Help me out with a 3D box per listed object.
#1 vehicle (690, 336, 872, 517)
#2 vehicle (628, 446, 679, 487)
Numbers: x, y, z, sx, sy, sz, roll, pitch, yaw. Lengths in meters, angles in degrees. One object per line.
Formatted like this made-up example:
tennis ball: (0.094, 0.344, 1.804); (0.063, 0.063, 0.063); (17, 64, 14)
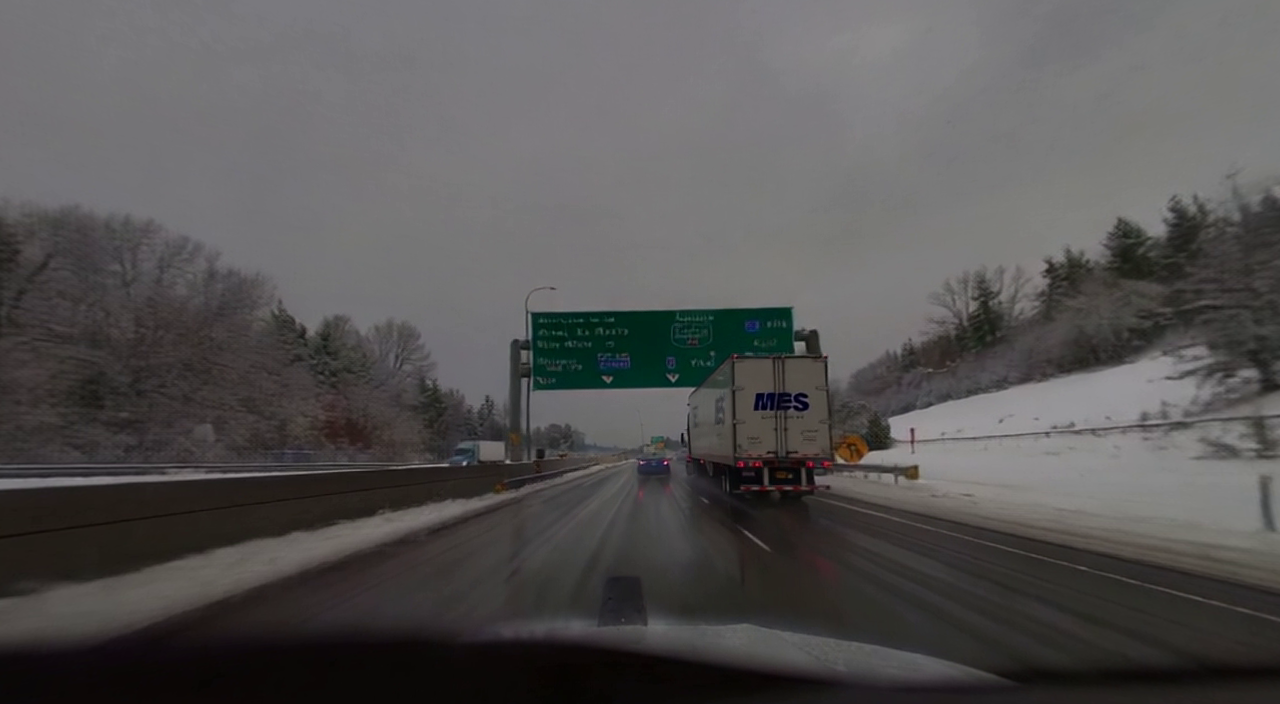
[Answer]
vehicle: (3.742, 2.742, 21.431); (3.002, 4.104, 14.174); (0, -9, 0)
vehicle: (0.581, 5.049, 28.086); (2.121, 1.642, 3.828); (0, -9, 0)
